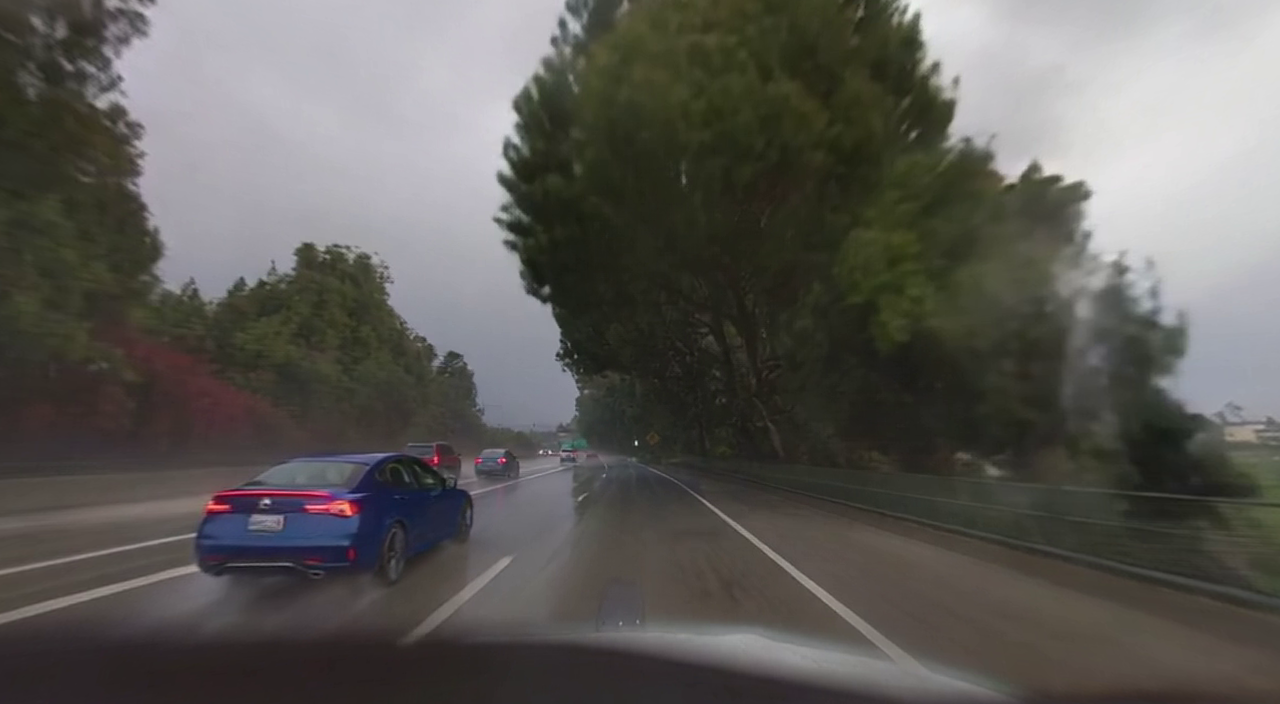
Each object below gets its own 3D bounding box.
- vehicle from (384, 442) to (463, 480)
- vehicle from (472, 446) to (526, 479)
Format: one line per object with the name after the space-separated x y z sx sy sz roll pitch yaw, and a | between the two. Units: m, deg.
-11.845 6.012 34.975 2.425 1.926 5.584 0 -9 -1 | vehicle
-7.576 5.965 34.252 2.060 1.680 4.255 0 -9 -1 | vehicle
